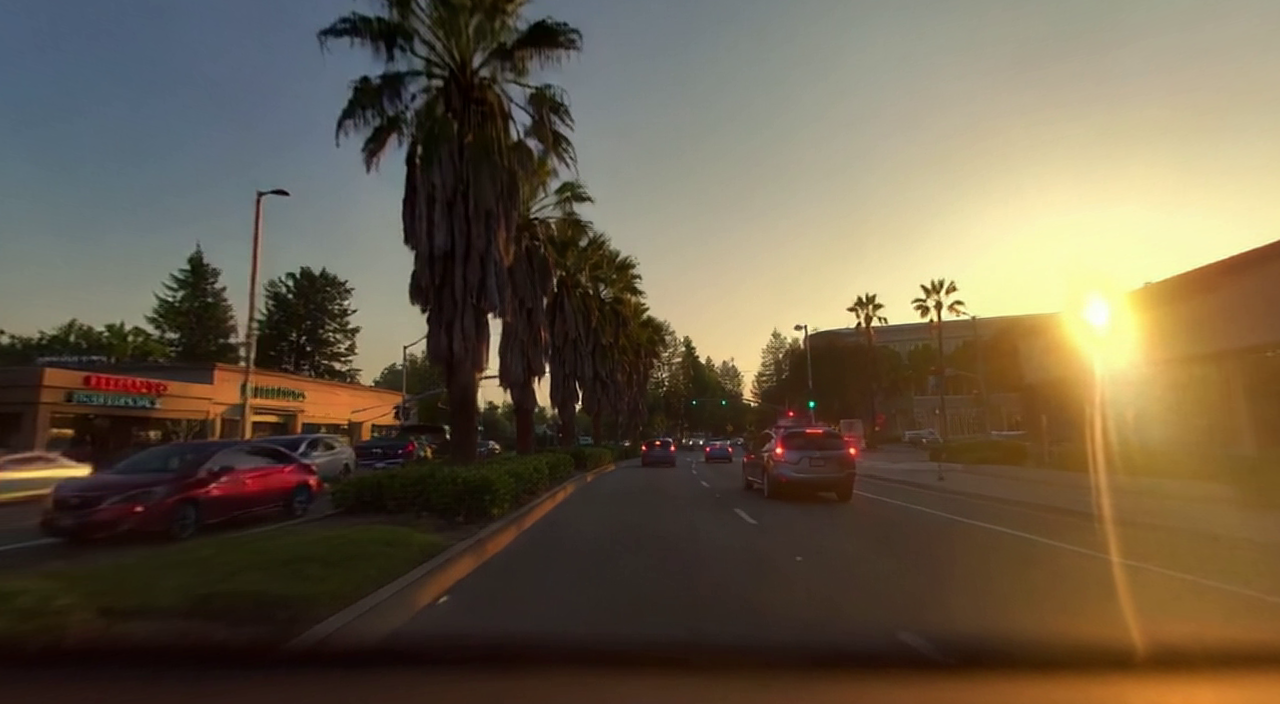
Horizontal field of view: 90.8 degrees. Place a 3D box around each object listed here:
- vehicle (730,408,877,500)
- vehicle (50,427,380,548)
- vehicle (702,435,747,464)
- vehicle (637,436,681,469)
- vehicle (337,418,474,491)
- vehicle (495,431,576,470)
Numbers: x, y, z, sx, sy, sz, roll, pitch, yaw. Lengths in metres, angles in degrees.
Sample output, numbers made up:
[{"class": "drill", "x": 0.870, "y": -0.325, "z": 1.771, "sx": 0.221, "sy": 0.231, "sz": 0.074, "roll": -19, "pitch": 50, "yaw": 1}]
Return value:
[{"class": "vehicle", "x": 3.820, "y": 2.536, "z": 15.968, "sx": 2.267, "sy": 1.931, "sz": 5.145, "roll": 0, "pitch": -8, "yaw": -1}, {"class": "vehicle", "x": -6.353, "y": 2.067, "z": 10.430, "sx": 1.935, "sy": 1.483, "sz": 4.973, "roll": 0, "pitch": -8, "yaw": 1}, {"class": "vehicle", "x": 4.664, "y": 5.473, "z": 35.602, "sx": 2.149, "sy": 1.532, "sz": 4.168, "roll": -1, "pitch": -8, "yaw": 3}, {"class": "vehicle", "x": 1.003, "y": 4.989, "z": 31.529, "sx": 2.057, "sy": 1.492, "sz": 3.825, "roll": -1, "pitch": -8, "yaw": 4}, {"class": "vehicle", "x": -6.767, "y": 3.039, "z": 18.920, "sx": 2.127, "sy": 1.888, "sz": 4.637, "roll": -1, "pitch": -8, "yaw": 2}, {"class": "vehicle", "x": -5.020, "y": 4.840, "z": 31.174, "sx": 2.088, "sy": 1.746, "sz": 4.650, "roll": -3, "pitch": -9, "yaw": 17}]
